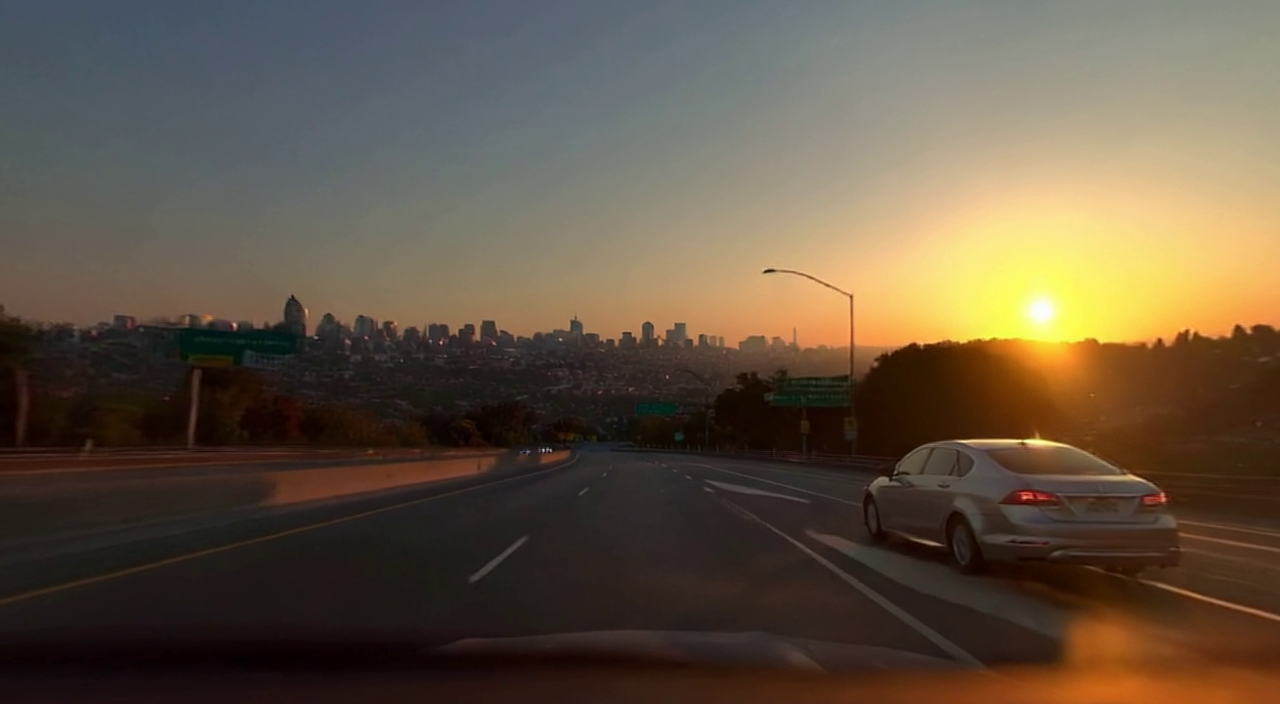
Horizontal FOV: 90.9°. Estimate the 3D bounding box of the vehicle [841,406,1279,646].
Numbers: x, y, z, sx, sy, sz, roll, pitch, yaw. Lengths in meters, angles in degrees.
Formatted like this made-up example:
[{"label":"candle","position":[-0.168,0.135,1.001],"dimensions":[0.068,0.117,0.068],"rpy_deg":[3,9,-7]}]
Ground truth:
[{"label":"vehicle","position":[3.930,1.506,6.589],"dimensions":[2.104,1.575,4.698],"rpy_deg":[0,-9,0]}]
